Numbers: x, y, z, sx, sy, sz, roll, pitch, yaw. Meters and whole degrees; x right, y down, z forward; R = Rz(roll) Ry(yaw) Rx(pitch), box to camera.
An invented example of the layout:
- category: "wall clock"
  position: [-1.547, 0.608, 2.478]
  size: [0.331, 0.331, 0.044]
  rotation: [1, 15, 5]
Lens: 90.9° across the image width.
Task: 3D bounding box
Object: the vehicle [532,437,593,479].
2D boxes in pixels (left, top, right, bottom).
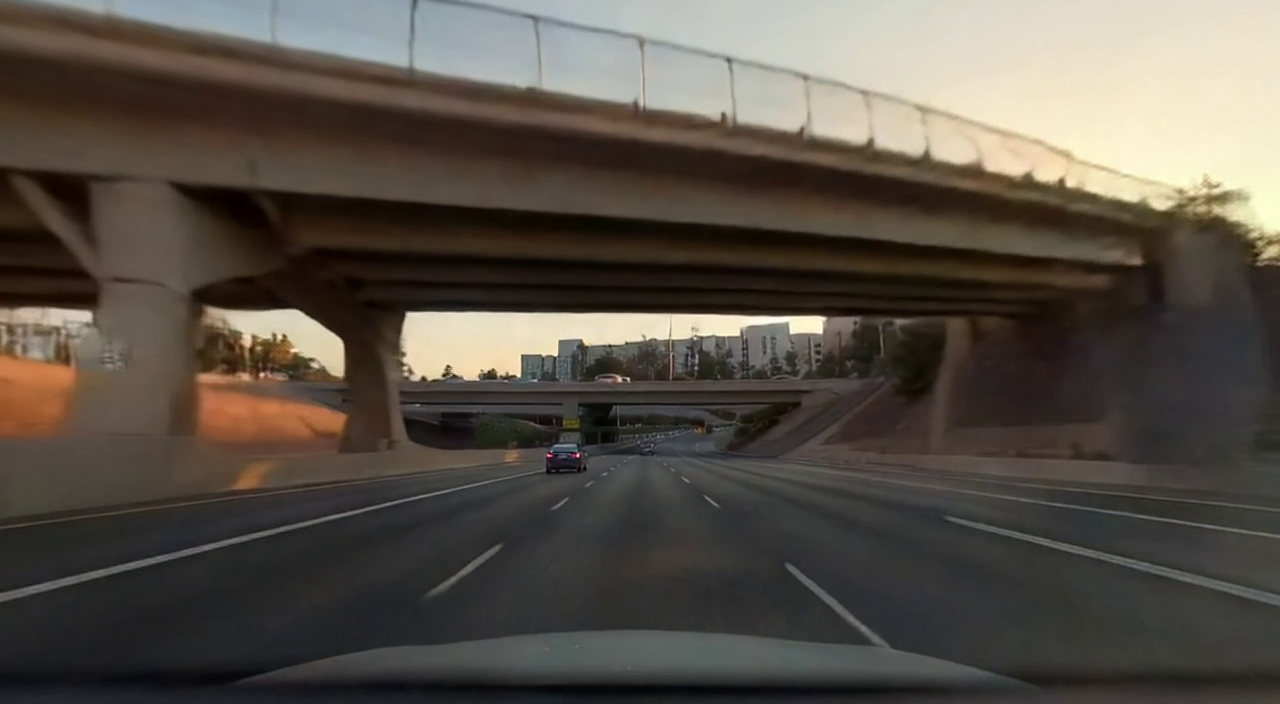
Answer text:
- category: "vehicle"
  position: [-3.354, 4.661, 28.027]
  size: [2.072, 1.706, 4.359]
  rotation: [0, -8, 1]

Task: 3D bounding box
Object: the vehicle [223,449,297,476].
- category: "vehicle"
  position: [-25.390, 7.375, 42.401]
  size: [1.953, 1.706, 4.797]
  rotation: [0, -8, 0]
